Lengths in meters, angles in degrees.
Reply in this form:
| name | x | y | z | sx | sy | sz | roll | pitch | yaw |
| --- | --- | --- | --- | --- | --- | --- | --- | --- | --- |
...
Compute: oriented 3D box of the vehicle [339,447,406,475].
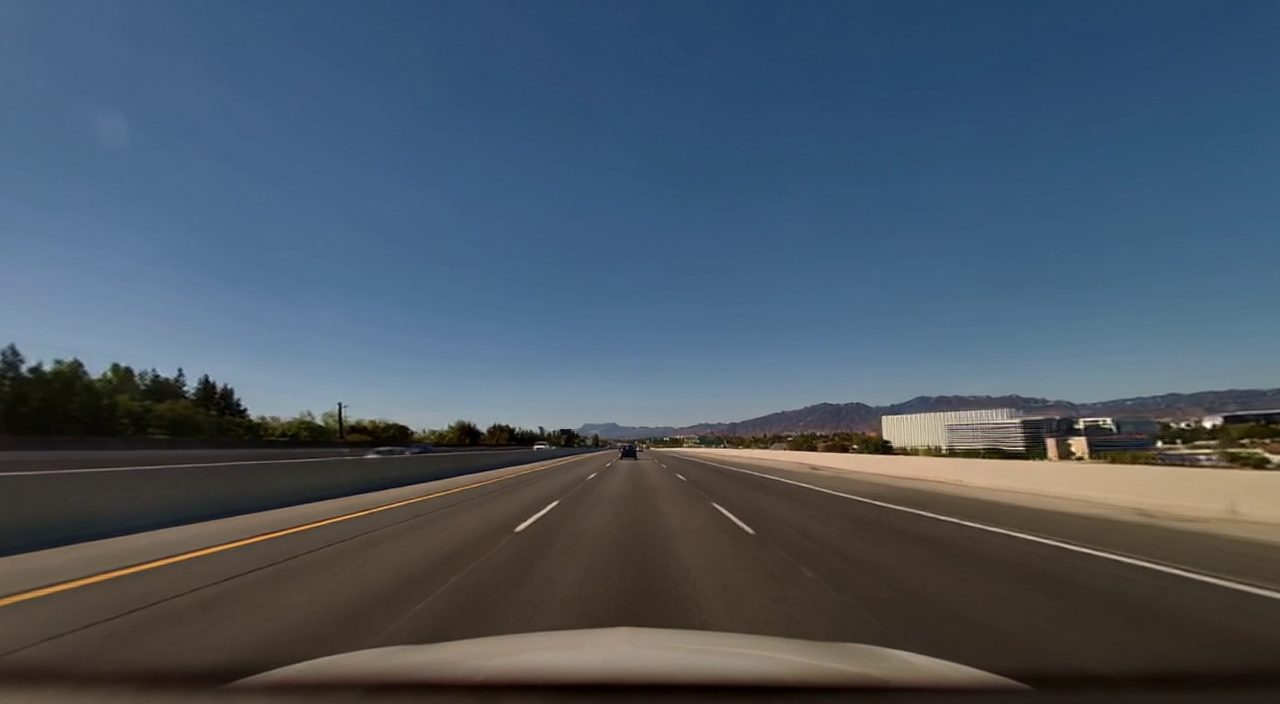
| name | x | y | z | sx | sy | sz | roll | pitch | yaw |
| --- | --- | --- | --- | --- | --- | --- | --- | --- | --- |
| vehicle | -15.541 | 6.324 | 36.962 | 1.854 | 1.496 | 4.707 | 0 | -9 | 0 |
